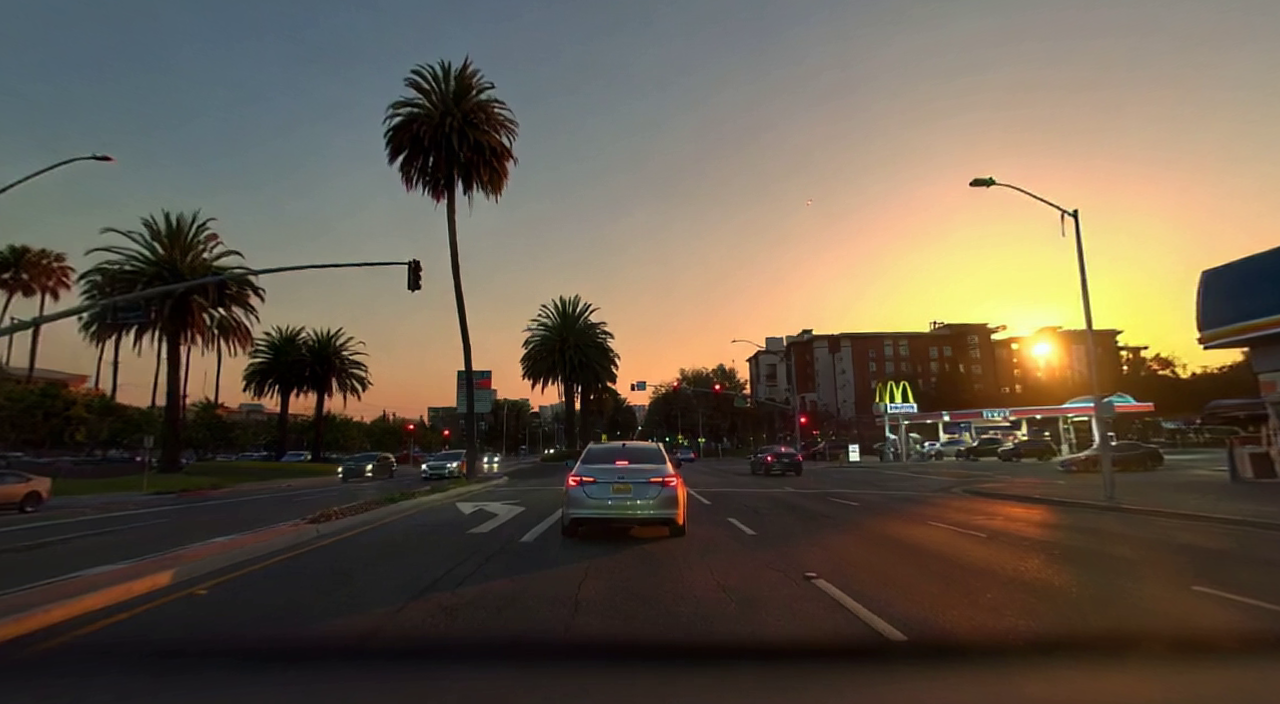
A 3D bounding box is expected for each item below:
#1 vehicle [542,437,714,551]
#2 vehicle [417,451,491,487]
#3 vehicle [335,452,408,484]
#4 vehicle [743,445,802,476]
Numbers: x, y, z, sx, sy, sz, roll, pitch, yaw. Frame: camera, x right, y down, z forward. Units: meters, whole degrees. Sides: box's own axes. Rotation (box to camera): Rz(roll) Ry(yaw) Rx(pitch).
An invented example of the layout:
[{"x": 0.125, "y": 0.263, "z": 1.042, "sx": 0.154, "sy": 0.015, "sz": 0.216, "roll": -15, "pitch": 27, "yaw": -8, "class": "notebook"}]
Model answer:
[{"x": -0.234, "y": 2.223, "z": 10.691, "sx": 2.270, "sy": 1.475, "sz": 4.571, "roll": 0, "pitch": -8, "yaw": -2, "class": "vehicle"}, {"x": -8.283, "y": 5.218, "z": 28.574, "sx": 1.904, "sy": 1.450, "sz": 4.689, "roll": 0, "pitch": -8, "yaw": 0, "class": "vehicle"}, {"x": -15.258, "y": 6.595, "z": 36.221, "sx": 2.120, "sy": 1.629, "sz": 4.686, "roll": 0, "pitch": -8, "yaw": 0, "class": "vehicle"}, {"x": 6.802, "y": 5.608, "z": 32.941, "sx": 2.017, "sy": 1.491, "sz": 4.420, "roll": 0, "pitch": -8, "yaw": -1, "class": "vehicle"}]
